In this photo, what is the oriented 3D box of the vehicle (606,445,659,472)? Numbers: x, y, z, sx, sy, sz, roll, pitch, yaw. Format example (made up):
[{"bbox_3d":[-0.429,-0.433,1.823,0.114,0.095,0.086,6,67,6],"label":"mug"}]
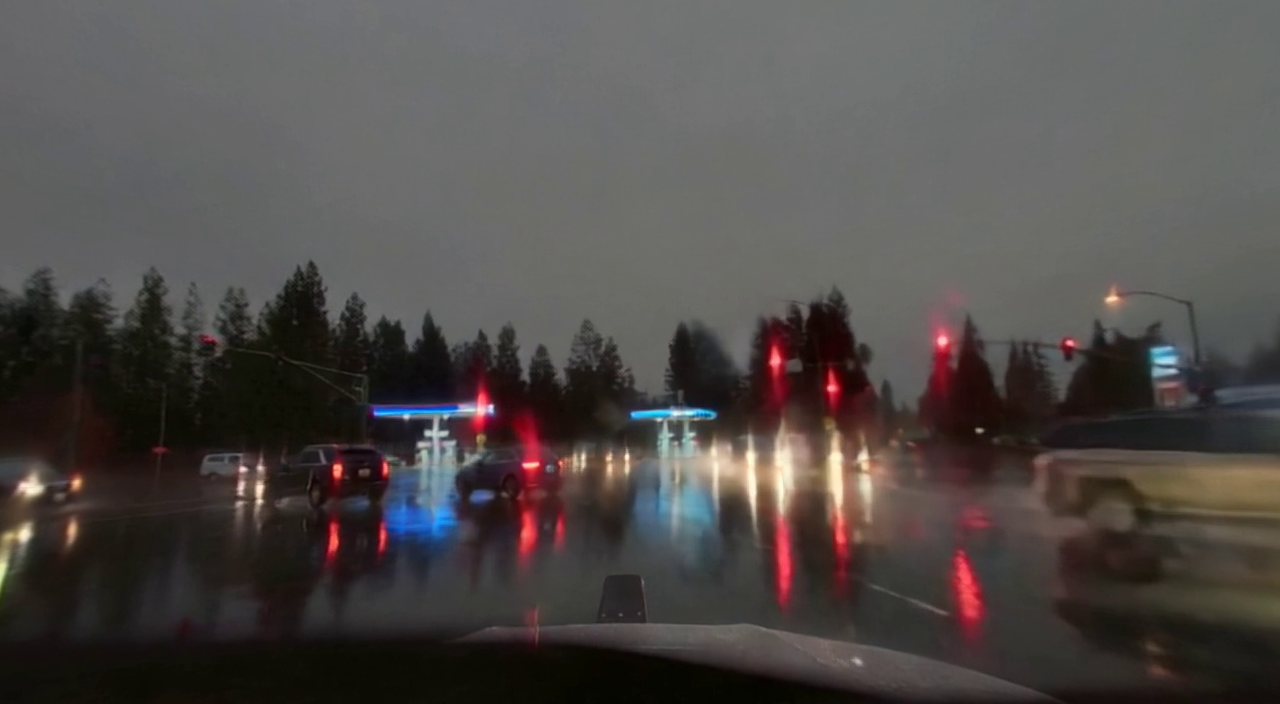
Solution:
[{"bbox_3d":[-0.422,6.687,39.876,2.210,1.542,4.501,-4,-10,14],"label":"vehicle"}]

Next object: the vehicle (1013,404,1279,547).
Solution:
[{"bbox_3d":[8.638,1.830,9.690,2.016,1.828,4.503,4,-10,-26],"label":"vehicle"}]

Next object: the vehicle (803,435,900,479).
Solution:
[{"bbox_3d":[8.334,4.202,25.387,1.976,1.573,4.543,0,-9,-5],"label":"vehicle"}]

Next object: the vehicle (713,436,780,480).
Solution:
[{"bbox_3d":[4.290,4.367,26.121,2.126,1.626,4.585,-1,-9,2],"label":"vehicle"}]

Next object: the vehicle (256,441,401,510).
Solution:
[{"bbox_3d":[-9.443,3.639,19.029,4.616,1.733,2.351,-9,-11,42],"label":"vehicle"}]

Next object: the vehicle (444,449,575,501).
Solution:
[{"bbox_3d":[-4.359,3.956,20.683,1.965,1.460,4.581,8,-13,-44],"label":"vehicle"}]

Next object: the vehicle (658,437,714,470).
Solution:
[{"bbox_3d":[3.013,6.402,39.894,2.517,1.875,5.774,-3,-9,14],"label":"vehicle"}]
